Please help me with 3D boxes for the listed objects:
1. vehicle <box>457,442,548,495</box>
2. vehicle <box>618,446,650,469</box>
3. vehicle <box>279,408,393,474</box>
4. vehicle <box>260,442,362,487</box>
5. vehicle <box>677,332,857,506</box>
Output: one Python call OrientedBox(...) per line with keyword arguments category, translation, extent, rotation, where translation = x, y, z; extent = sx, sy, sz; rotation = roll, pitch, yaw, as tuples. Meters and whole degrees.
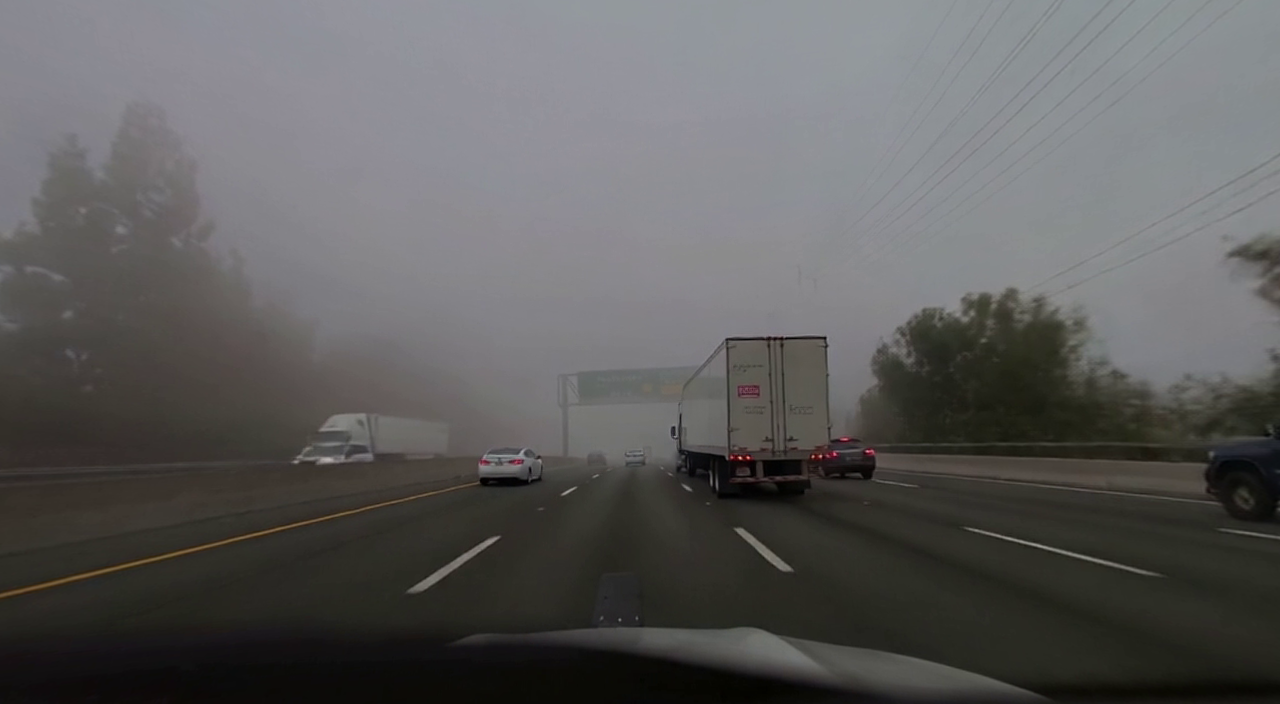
OrientedBox(category="vehicle", translation=(-4.271, 3.644, 20.163), extent=(1.968, 1.507, 3.829), rotation=(0, -8, 1))
OrientedBox(category="vehicle", translation=(-0.355, 7.079, 42.423), extent=(2.047, 1.485, 3.938), rotation=(0, -8, 1))
OrientedBox(category="vehicle", translation=(-18.767, 5.618, 39.617), extent=(3.017, 3.721, 8.231), rotation=(0, -8, 0))
OrientedBox(category="vehicle", translation=(-11.541, 3.928, 22.323), extent=(1.670, 1.451, 3.565), rotation=(0, -8, 0))
OrientedBox(category="vehicle", translation=(3.453, 2.726, 22.955), extent=(2.907, 4.109, 16.177), rotation=(0, -8, -1))
